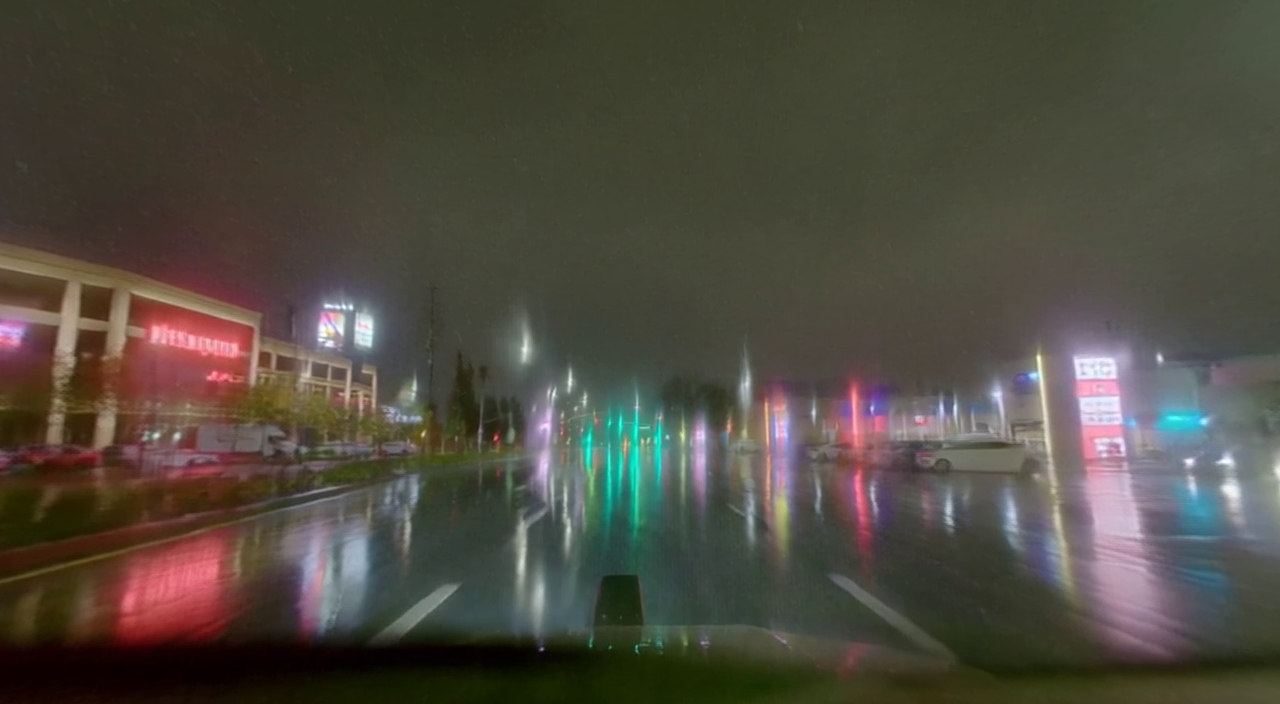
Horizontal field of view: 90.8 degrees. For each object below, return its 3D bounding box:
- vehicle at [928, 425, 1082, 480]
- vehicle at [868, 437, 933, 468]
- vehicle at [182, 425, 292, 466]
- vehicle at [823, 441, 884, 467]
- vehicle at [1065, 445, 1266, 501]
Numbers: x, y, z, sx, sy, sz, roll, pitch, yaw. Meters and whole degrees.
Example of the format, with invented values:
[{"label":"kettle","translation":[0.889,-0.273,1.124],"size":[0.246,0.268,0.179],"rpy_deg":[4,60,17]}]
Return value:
[{"label":"vehicle","translation":[14.813,4.146,26.218],"size":[2.189,1.951,5.828],"rpy_deg":[-1,-9,-10]},{"label":"vehicle","translation":[15.616,6.064,38.169],"size":[1.893,1.727,4.285],"rpy_deg":[0,-8,-3]},{"label":"vehicle","translation":[-31.404,7.286,49.393],"size":[6.892,2.879,2.222],"rpy_deg":[-1,-8,-3]},{"label":"vehicle","translation":[12.884,6.179,38.490],"size":[1.865,1.434,4.373],"rpy_deg":[1,-8,-5]},{"label":"vehicle","translation":[15.790,3.615,19.459],"size":[1.936,1.464,4.867],"rpy_deg":[0,-8,-1]}]
